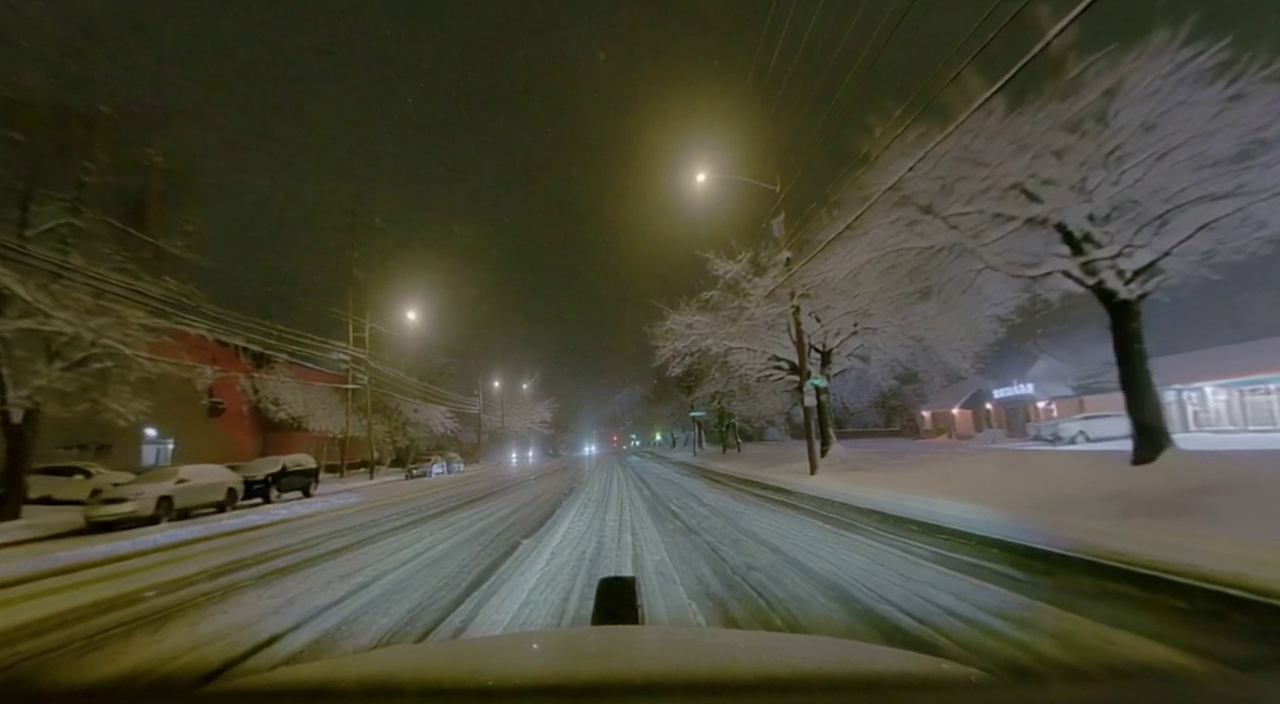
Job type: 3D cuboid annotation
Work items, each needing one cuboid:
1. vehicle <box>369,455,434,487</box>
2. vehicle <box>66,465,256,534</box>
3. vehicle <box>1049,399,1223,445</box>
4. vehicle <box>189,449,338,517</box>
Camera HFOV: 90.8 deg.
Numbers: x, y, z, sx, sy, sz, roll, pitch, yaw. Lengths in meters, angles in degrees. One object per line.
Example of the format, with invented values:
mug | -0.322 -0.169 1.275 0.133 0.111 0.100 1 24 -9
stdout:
vehicle | -13.194 6.557 35.266 1.897 1.564 4.875 0 -8 -2
vehicle | -12.725 3.907 17.228 1.958 1.457 4.254 0 -9 -3
vehicle | 24.525 3.590 31.568 2.392 1.996 6.238 5 -10 -33
vehicle | -12.924 4.462 22.200 2.351 1.905 5.138 -4 -9 -3
